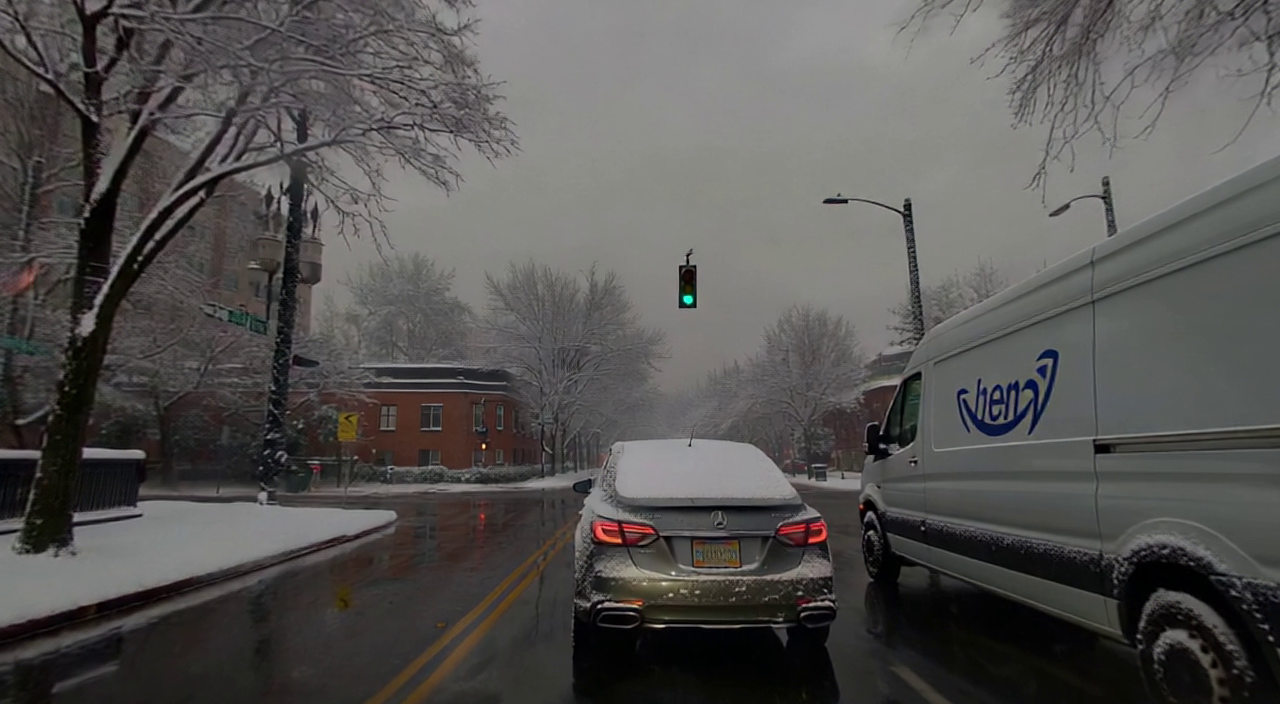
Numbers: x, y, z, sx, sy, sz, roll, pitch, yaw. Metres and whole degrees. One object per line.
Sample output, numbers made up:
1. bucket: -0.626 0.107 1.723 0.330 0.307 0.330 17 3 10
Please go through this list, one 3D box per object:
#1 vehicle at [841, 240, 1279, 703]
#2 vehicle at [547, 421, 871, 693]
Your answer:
1. vehicle: 2.851 0.890 2.910 2.054 1.965 5.248 1 -11 -1
2. vehicle: 0.379 1.587 5.726 1.961 1.629 3.610 1 -10 -2
